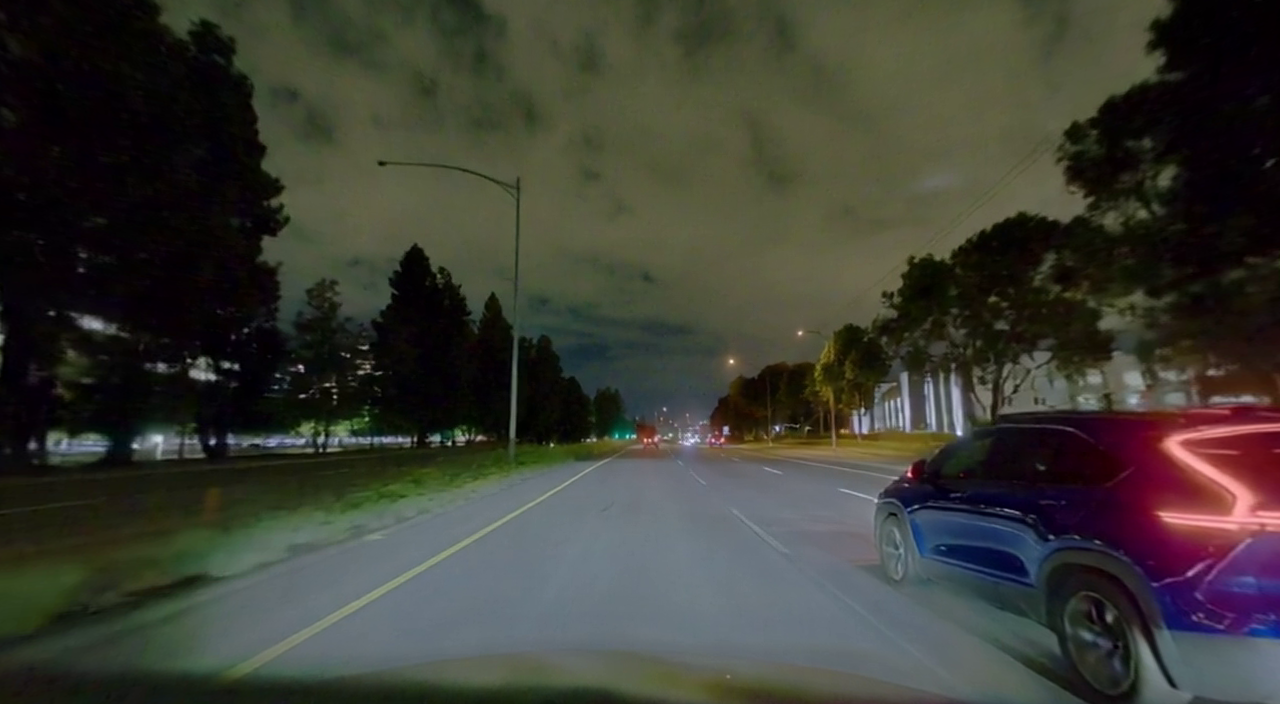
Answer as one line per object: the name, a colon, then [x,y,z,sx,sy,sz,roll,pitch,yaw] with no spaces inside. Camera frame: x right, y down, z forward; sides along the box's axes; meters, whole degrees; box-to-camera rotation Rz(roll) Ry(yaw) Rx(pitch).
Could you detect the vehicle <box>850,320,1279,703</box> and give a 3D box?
vehicle: [3.130,1.029,4.055,2.060,1.665,4.284,0,-8,0]
